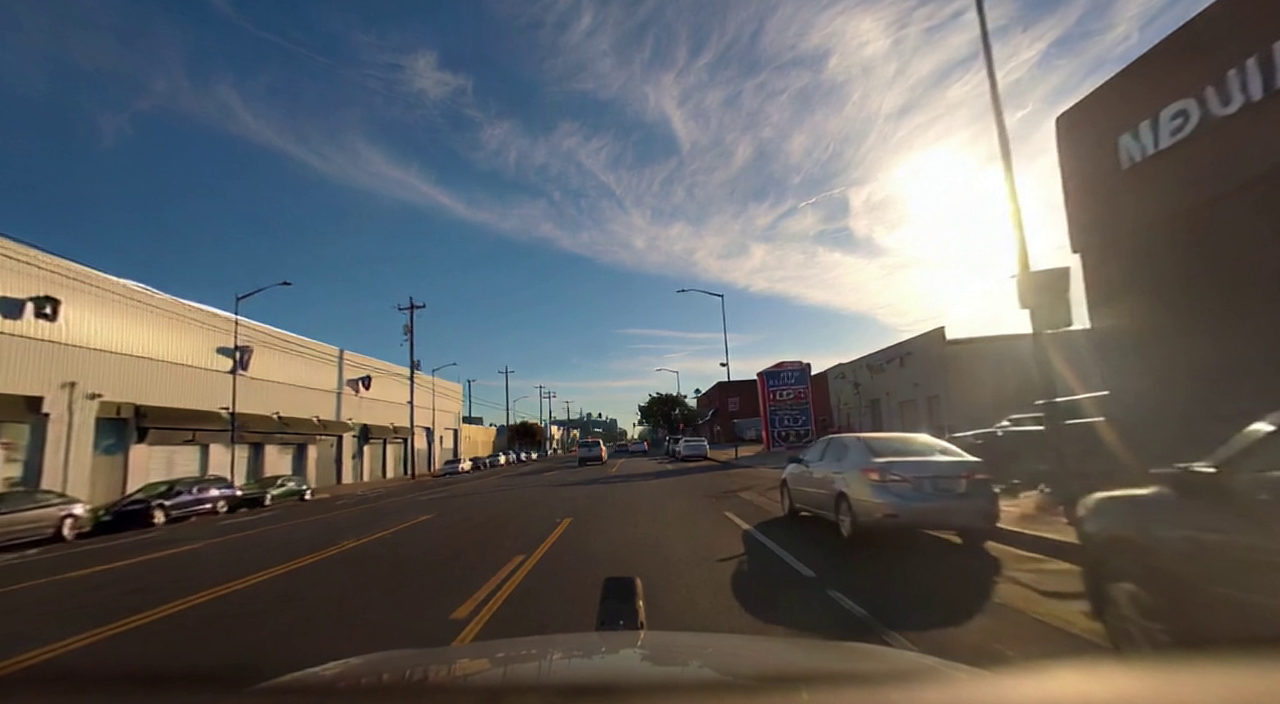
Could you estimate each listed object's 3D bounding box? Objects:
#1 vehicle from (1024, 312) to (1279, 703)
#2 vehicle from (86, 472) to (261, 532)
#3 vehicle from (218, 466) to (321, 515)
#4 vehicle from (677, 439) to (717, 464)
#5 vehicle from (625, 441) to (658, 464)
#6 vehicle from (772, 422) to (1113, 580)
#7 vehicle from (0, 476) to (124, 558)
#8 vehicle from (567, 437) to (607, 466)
[{"bbox_3d":[3.576,0.603,1.462,2.282,1.783,4.796,0,-8,-1],"label":"vehicle"},{"bbox_3d":[-15.762,5.063,21.845,2.081,1.549,5.190,0,-8,0],"label":"vehicle"},{"bbox_3d":[-15.638,5.829,26.929,1.793,1.437,4.415,-5,-7,-1],"label":"vehicle"},{"bbox_3d":[3.596,6.393,40.663,2.042,1.487,5.033,0,-8,-1],"label":"vehicle"},{"bbox_3d":[0.055,6.664,42.123,2.099,1.470,4.270,0,-8,-1],"label":"vehicle"},{"bbox_3d":[3.391,1.749,8.332,2.057,1.490,4.422,0,-8,-4],"label":"vehicle"},{"bbox_3d":[-15.477,4.078,15.324,1.957,1.534,5.028,-5,-7,-3],"label":"vehicle"},{"bbox_3d":[-3.467,6.669,42.566,2.348,1.831,4.737,0,-8,-1],"label":"vehicle"}]
